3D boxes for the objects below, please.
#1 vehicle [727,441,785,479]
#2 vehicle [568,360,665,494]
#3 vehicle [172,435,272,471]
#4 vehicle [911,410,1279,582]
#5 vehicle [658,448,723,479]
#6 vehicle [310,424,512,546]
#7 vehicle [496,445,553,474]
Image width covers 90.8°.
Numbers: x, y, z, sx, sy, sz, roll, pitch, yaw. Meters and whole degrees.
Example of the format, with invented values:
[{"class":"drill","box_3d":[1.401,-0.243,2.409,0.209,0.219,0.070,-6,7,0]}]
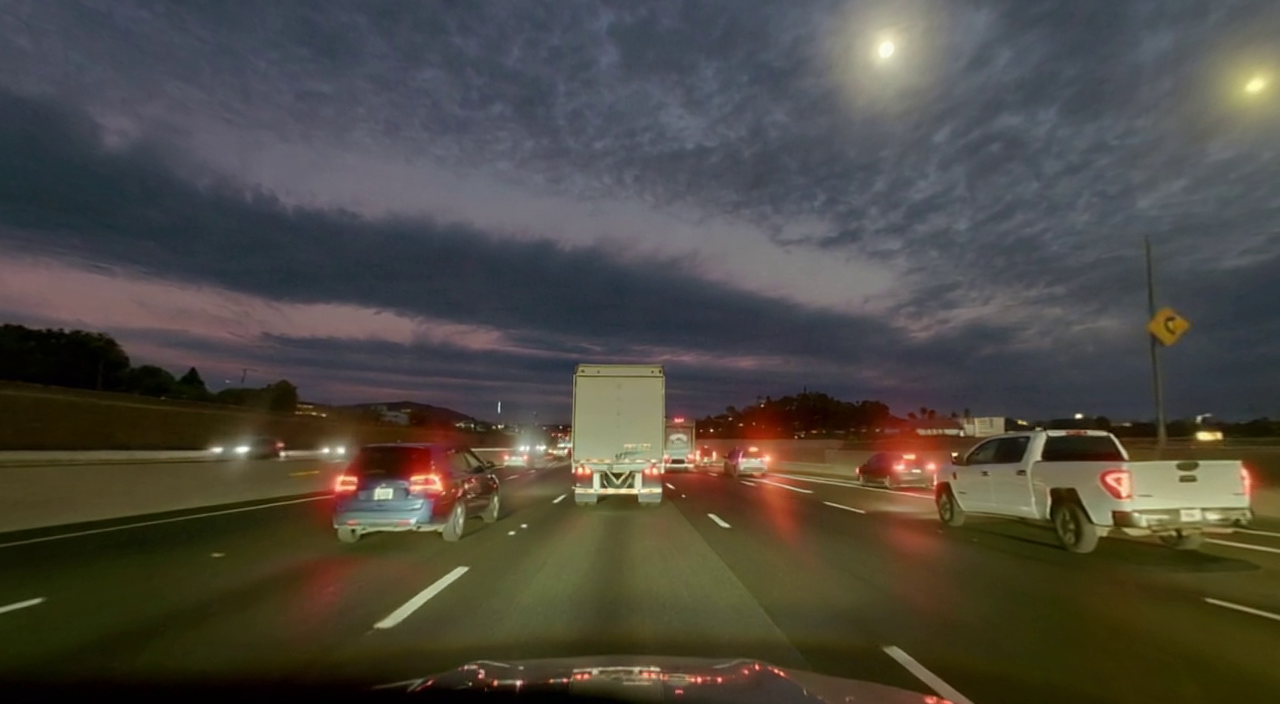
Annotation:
[{"class":"vehicle","box_3d":[6.203,5.815,34.301,2.070,1.888,4.546,0,-9,-2]},{"class":"vehicle","box_3d":[-0.750,3.053,24.478,2.906,4.040,10.743,0,-9,0]},{"class":"vehicle","box_3d":[-19.665,4.773,29.965,1.857,1.550,4.200,0,-9,-1]},{"class":"vehicle","box_3d":[6.170,1.844,9.033,2.188,1.731,5.031,0,-9,-2]},{"class":"vehicle","box_3d":[2.615,6.257,35.885,3.009,1.501,8.887,0,-9,0]},{"class":"vehicle","box_3d":[-3.542,2.127,10.735,1.946,1.641,4.105,0,-9,-1]},{"class":"vehicle","box_3d":[-6.257,5.898,34.876,1.973,1.471,4.779,-1,-9,4]}]
